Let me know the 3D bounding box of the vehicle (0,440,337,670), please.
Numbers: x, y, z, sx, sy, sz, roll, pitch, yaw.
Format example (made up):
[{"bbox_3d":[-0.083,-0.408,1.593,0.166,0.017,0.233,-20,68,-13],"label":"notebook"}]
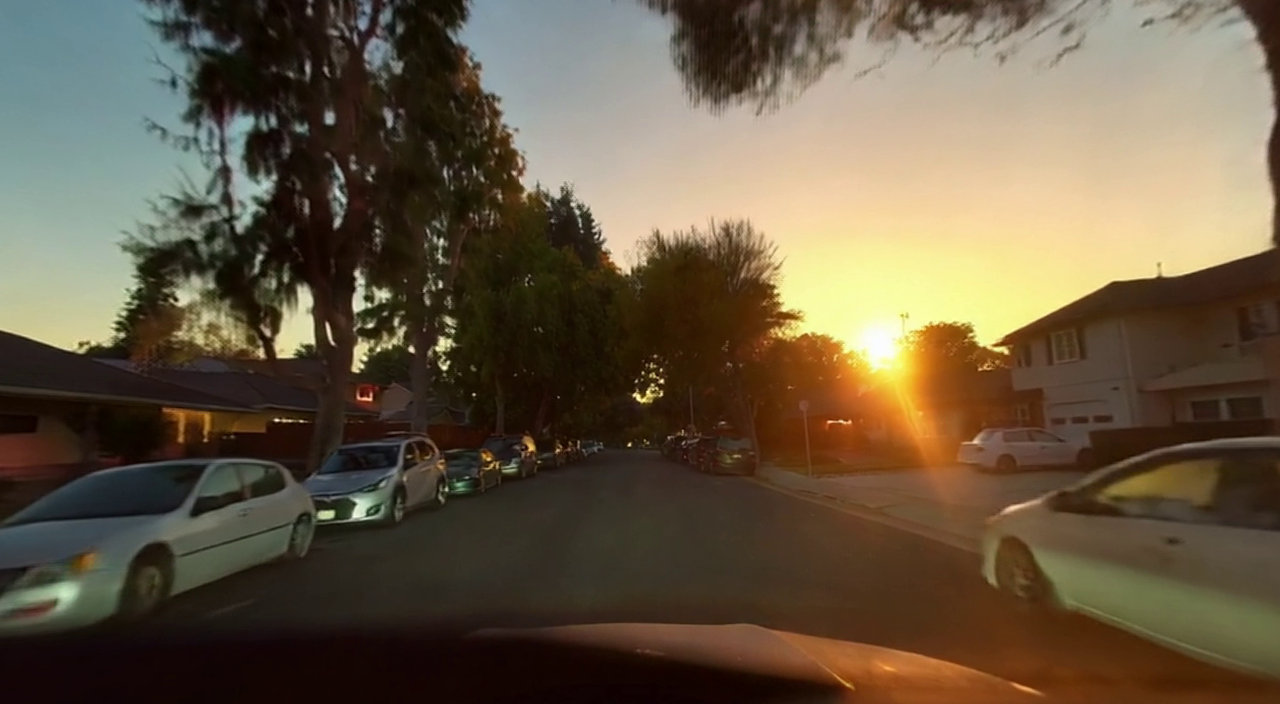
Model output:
[{"bbox_3d":[-4.951,1.650,6.360,1.901,1.486,4.422,1,-8,-5],"label":"vehicle"}]

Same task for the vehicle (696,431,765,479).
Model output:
[{"bbox_3d":[3.511,4.102,25.421,1.994,1.710,4.699,0,-8,-1],"label":"vehicle"}]

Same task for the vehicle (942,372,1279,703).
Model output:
[{"bbox_3d":[3.784,1.004,3.327,1.989,1.652,4.662,0,-8,-1],"label":"vehicle"}]

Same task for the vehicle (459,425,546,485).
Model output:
[{"bbox_3d":[-5.304,4.054,25.234,2.390,2.123,5.371,0,-8,-1],"label":"vehicle"}]

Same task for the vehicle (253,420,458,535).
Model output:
[{"bbox_3d":[-5.305,2.380,12.687,2.042,1.850,4.758,0,-8,-2],"label":"vehicle"}]
